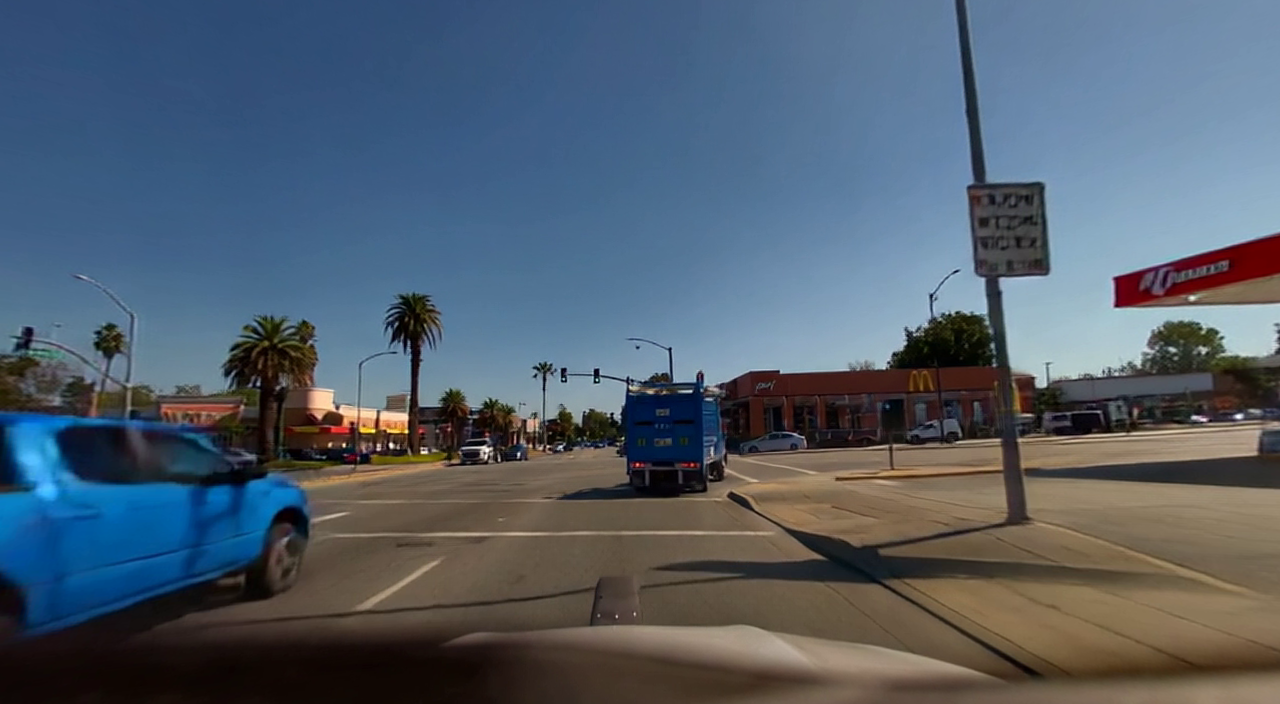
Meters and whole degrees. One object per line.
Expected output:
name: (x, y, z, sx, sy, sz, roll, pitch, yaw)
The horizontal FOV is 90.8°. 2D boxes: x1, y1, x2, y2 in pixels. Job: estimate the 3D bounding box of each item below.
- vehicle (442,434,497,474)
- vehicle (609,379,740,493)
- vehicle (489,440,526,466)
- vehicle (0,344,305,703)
vehicle: (-7.791, 4.674, 29.285, 1.997, 1.679, 4.263, 1, -8, -9)
vehicle: (1.317, 2.641, 19.745, 2.463, 2.954, 5.938, -3, -9, 19)
vehicle: (-9.266, 7.076, 44.625, 1.961, 1.709, 5.052, 1, -8, -5)
vehicle: (-4.031, 0.895, 3.277, 2.102, 1.744, 4.630, 0, -8, -1)
